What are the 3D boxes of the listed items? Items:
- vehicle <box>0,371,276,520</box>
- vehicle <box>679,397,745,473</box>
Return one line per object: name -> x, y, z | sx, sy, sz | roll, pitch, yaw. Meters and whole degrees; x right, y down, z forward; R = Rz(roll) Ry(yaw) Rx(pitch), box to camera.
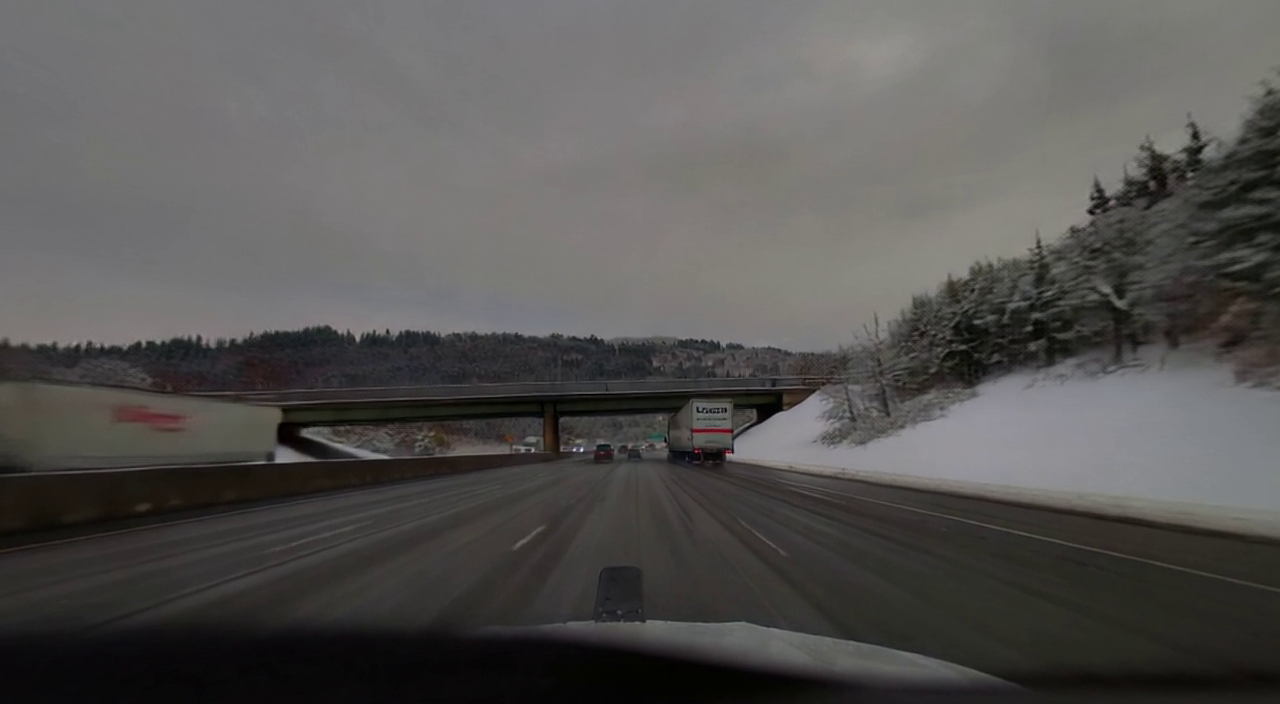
vehicle -> -19.241, 3.542, 23.525 | 2.909, 4.107, 14.066 | 0, -9, 0
vehicle -> 4.065, 5.053, 37.782 | 2.885, 3.992, 8.526 | 0, -9, 0
